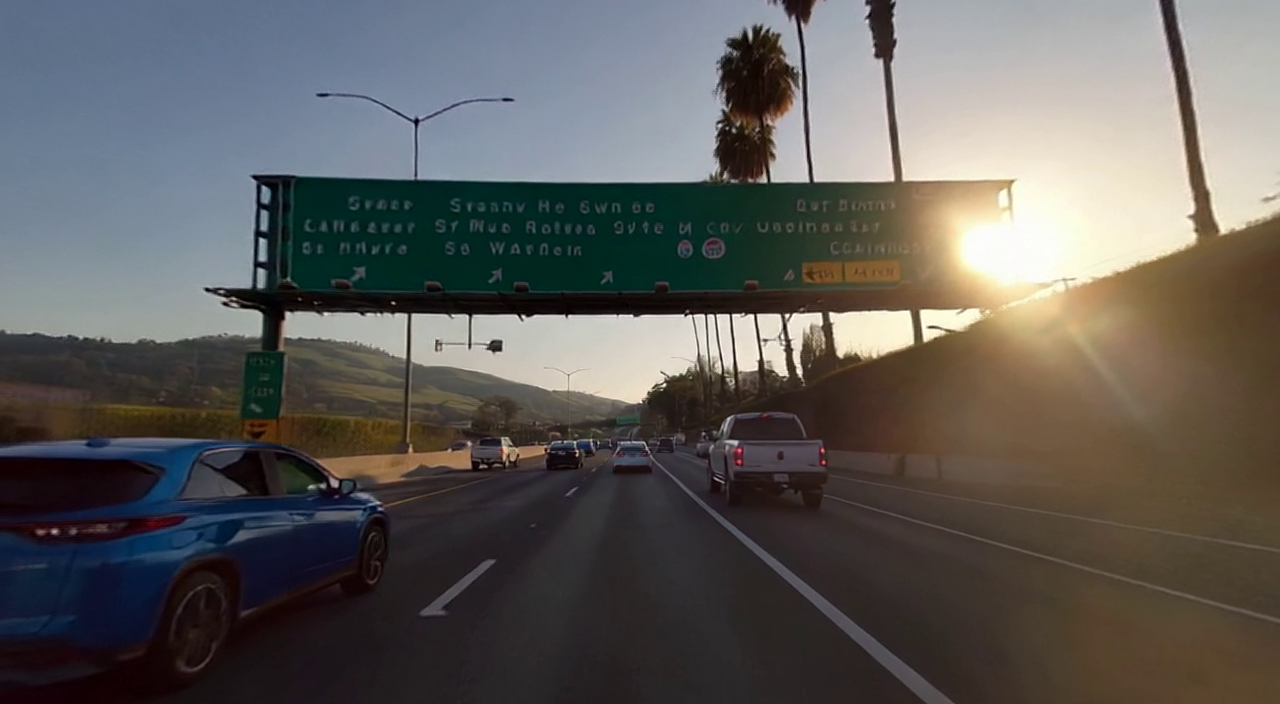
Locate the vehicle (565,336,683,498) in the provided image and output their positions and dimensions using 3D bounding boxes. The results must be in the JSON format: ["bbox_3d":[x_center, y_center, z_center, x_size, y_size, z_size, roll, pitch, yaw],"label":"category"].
[{"bbox_3d":[-0.352,2.410,21.183,2.906,4.040,10.743,0,-9,1],"label":"vehicle"}]

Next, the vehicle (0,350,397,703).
[{"bbox_3d":[-3.232,1.074,3.826,1.885,1.654,4.103,0,-9,0],"label":"vehicle"}]

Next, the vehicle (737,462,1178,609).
[{"bbox_3d":[3.028,1.984,7.966,2.635,1.036,5.568,0,-9,-1],"label":"vehicle"}]

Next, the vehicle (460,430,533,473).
[{"bbox_3d":[-7.106,5.002,31.961,2.344,1.954,5.579,0,-9,0],"label":"vehicle"}]
